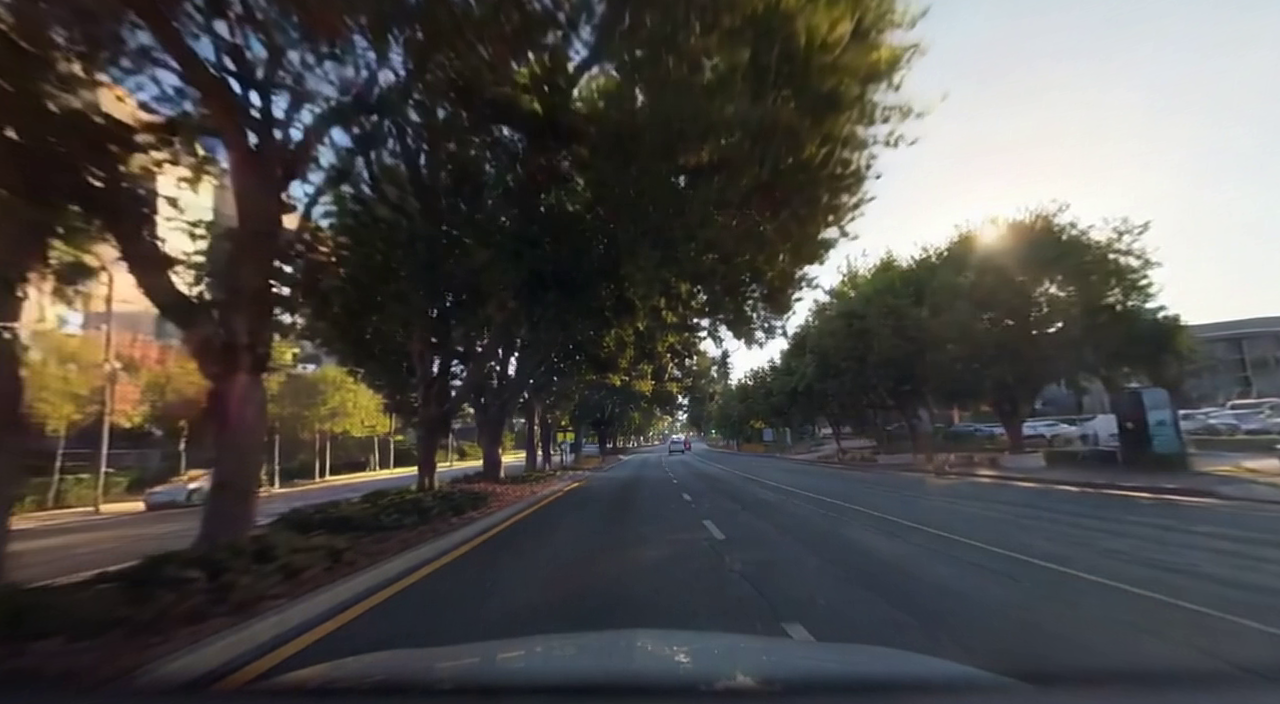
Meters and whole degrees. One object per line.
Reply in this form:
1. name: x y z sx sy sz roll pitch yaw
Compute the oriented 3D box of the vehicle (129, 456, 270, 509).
1. vehicle: -15.997 4.707 23.301 1.975 1.629 4.491 0 -8 -1
